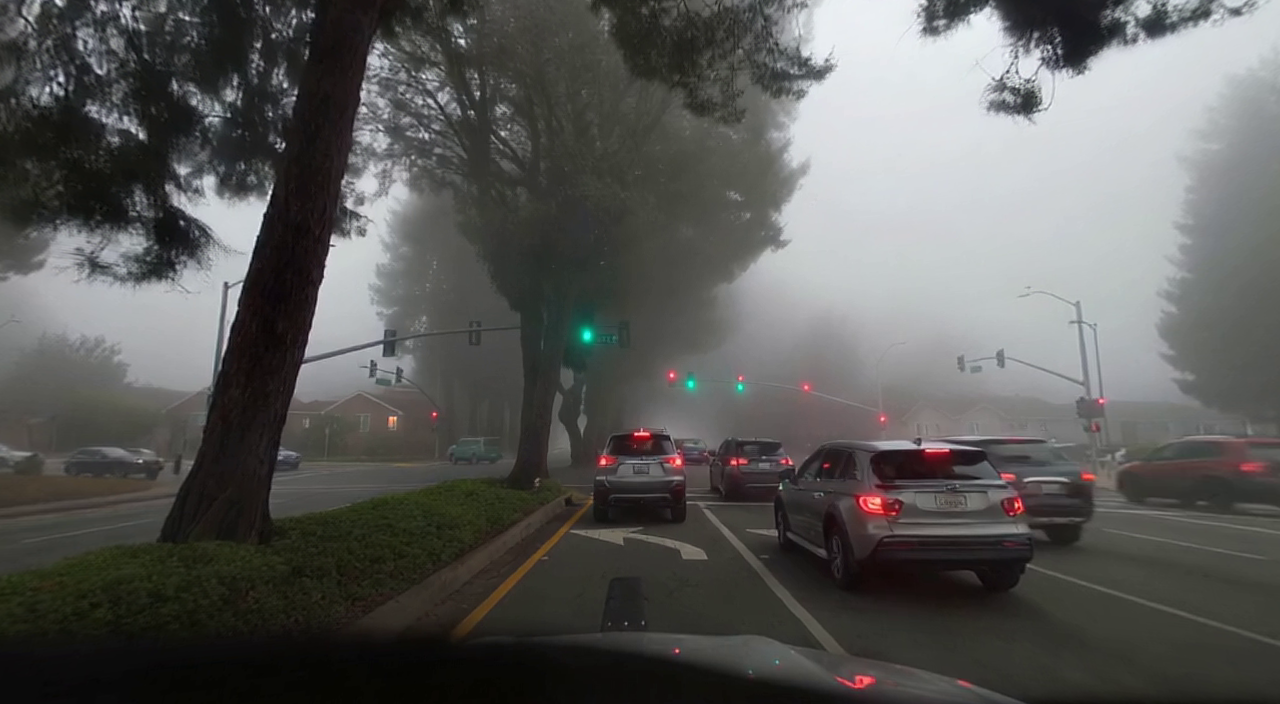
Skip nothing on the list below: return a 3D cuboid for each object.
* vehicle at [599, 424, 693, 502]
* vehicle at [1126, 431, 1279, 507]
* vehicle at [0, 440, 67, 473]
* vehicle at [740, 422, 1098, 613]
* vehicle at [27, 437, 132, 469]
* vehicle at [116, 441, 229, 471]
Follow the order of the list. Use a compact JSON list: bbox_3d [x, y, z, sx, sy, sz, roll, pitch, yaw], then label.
[{"bbox_3d":[0.071,2.780,16.120,2.099,1.705,4.020,0,-8,-2],"label":"vehicle"},{"bbox_3d":[16.262,3.124,17.268,2.010,1.796,4.755,0,-8,0],"label":"vehicle"},{"bbox_3d":[-35.041,5.774,34.931,4.465,1.693,1.959,2,-9,-1],"label":"vehicle"},{"bbox_3d":[2.548,1.626,7.207,2.009,1.480,4.423,0,-8,-1],"label":"vehicle"},{"bbox_3d":[-36.861,6.624,41.526,4.771,1.778,2.032,3,-8,-2],"label":"vehicle"},{"bbox_3d":[-26.342,5.879,35.628,4.724,1.630,1.968,0,-8,-3],"label":"vehicle"}]
